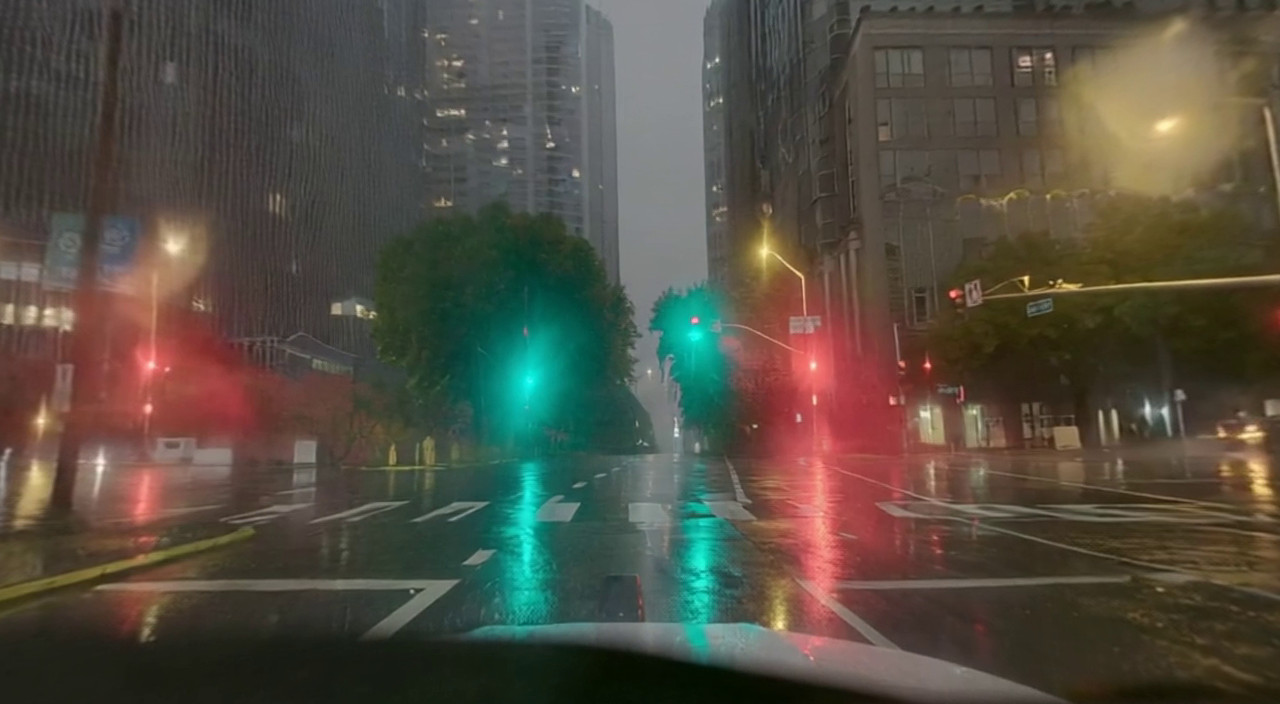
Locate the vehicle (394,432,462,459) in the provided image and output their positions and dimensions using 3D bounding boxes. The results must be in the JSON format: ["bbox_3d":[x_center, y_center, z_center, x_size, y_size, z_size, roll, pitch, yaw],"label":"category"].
[{"bbox_3d":[-12.543,5.586,37.686,1.964,1.476,4.593,-2,-9,8],"label":"vehicle"}]

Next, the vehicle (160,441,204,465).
[{"bbox_3d":[-35.255,7.768,48.758,2.084,1.750,4.426,4,-10,-28],"label":"vehicle"}]
